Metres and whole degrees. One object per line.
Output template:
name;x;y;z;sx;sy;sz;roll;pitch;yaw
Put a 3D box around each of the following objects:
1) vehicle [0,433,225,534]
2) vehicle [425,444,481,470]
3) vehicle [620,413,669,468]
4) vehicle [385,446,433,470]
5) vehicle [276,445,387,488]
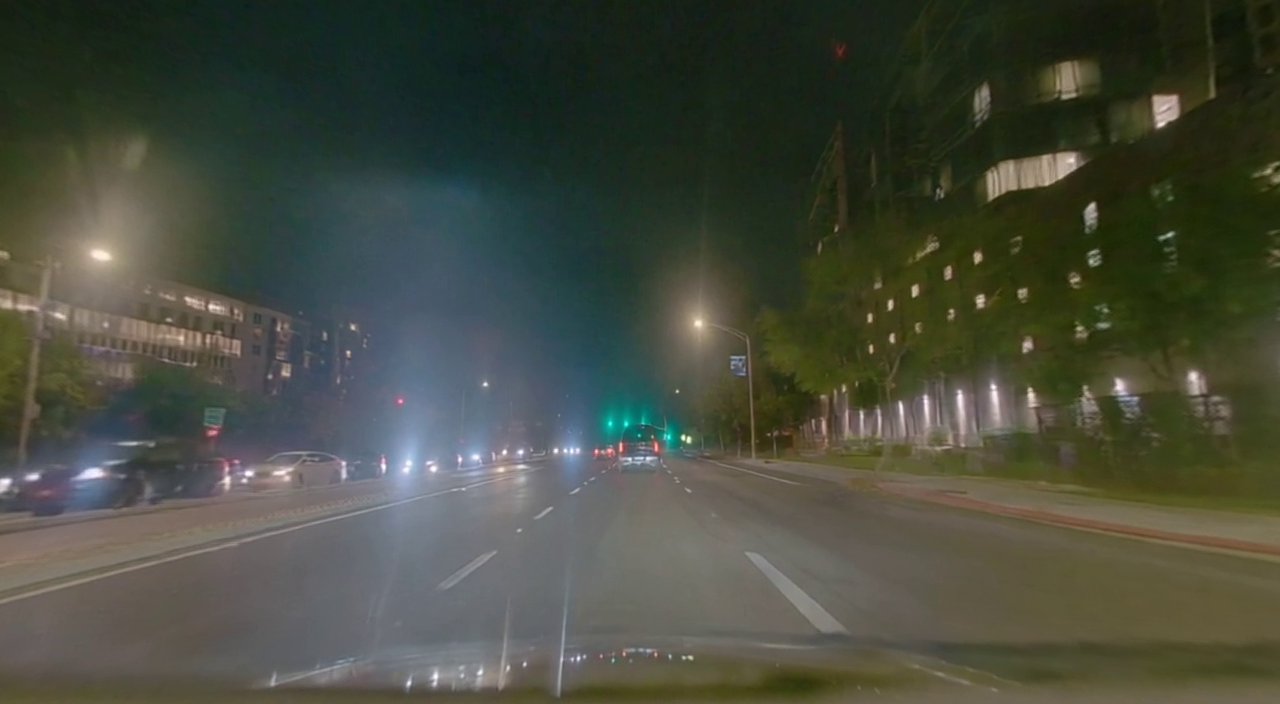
vehicle;-12.329;2.870;14.545;2.068;1.747;5.040;-4;-6;2
vehicle;-11.433;6.437;38.836;1.884;1.486;4.566;0;-8;2
vehicle;0.210;5.817;41.292;2.843;3.120;10.422;0;-8;-1
vehicle;-17.942;8.240;49.196;1.899;1.727;4.464;0;-8;3
vehicle;-11.740;4.365;24.375;1.935;1.467;4.451;0;-8;2
